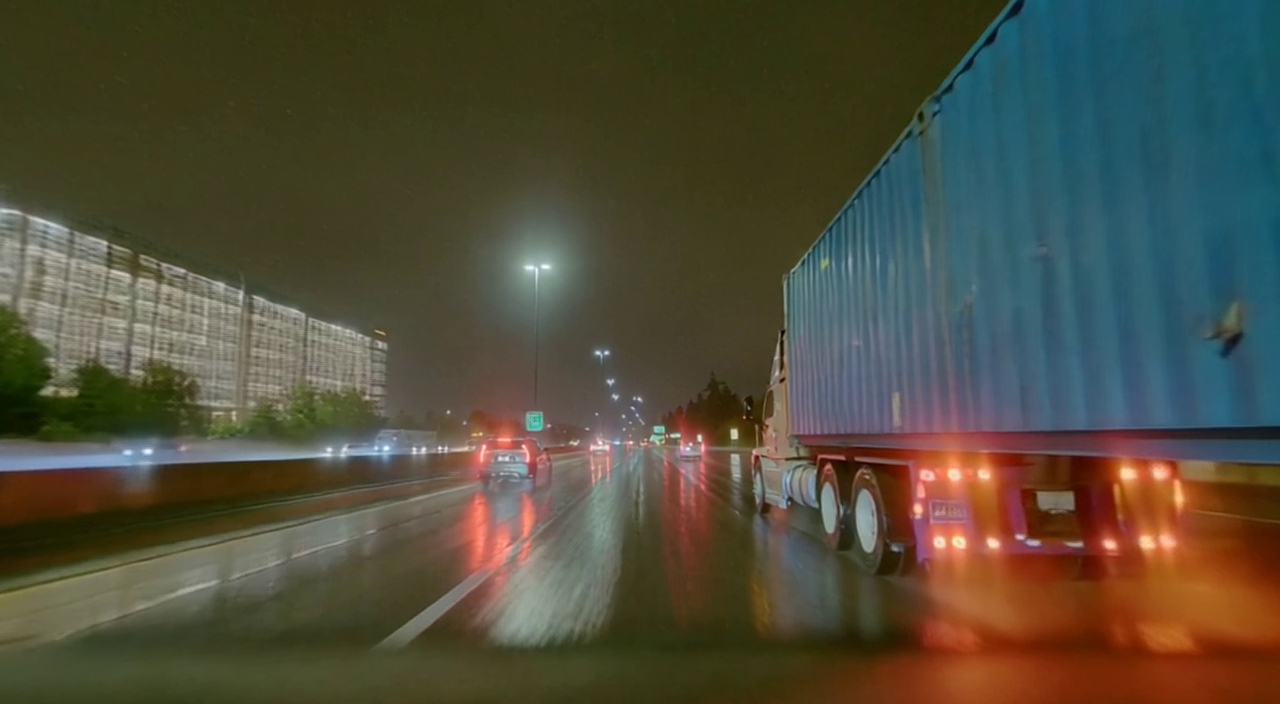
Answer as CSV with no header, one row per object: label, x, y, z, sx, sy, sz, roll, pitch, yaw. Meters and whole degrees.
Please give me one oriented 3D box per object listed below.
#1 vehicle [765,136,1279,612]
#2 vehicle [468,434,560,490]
vehicle,3.790,0.551,8.167,3.089,3.779,6.420,0,-9,1
vehicle,-3.730,3.338,19.419,1.954,1.528,4.010,1,-9,0
